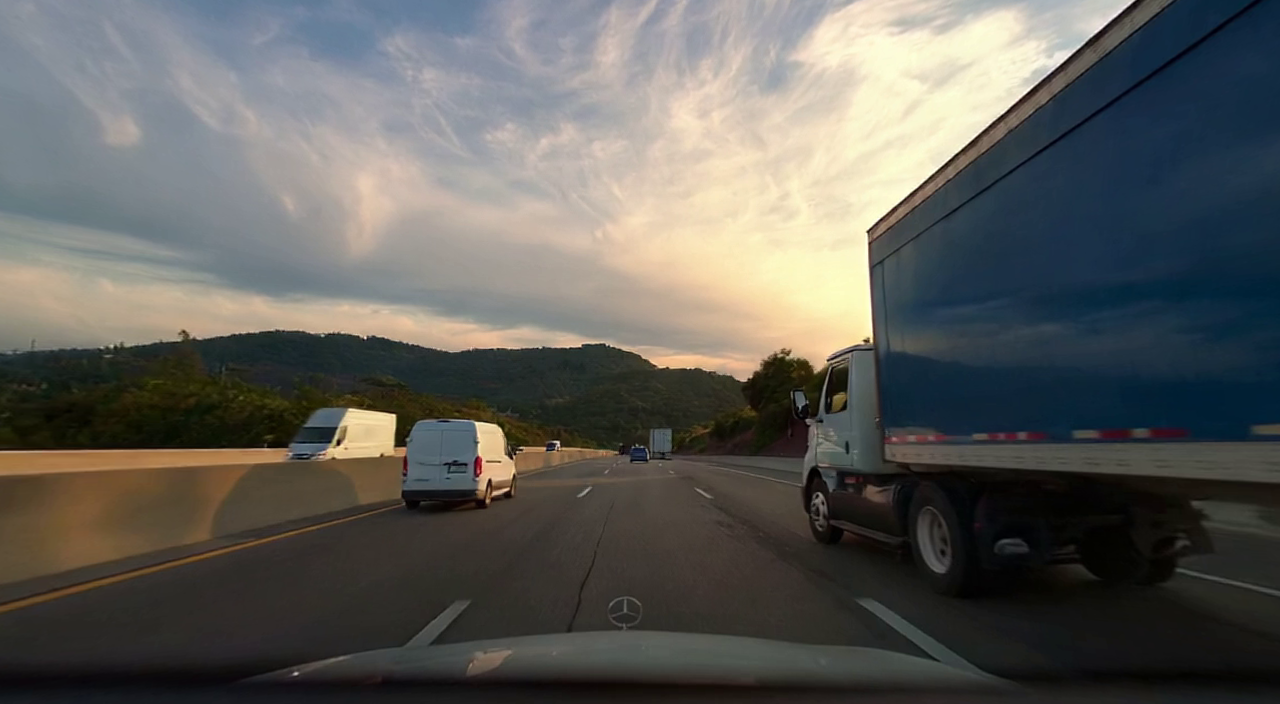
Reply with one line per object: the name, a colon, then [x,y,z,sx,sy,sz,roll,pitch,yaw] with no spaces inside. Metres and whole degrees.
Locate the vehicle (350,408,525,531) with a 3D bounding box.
vehicle: [-3.770,2.308,12.801,1.955,2.004,4.792,0,-9,0]

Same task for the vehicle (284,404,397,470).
vehicle: [-18.911,5.590,40.703,2.879,3.766,8.952,0,-9,0]

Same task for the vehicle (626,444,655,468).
vehicle: [-0.007,8.109,49.377,2.166,1.747,4.299,0,-9,0]
